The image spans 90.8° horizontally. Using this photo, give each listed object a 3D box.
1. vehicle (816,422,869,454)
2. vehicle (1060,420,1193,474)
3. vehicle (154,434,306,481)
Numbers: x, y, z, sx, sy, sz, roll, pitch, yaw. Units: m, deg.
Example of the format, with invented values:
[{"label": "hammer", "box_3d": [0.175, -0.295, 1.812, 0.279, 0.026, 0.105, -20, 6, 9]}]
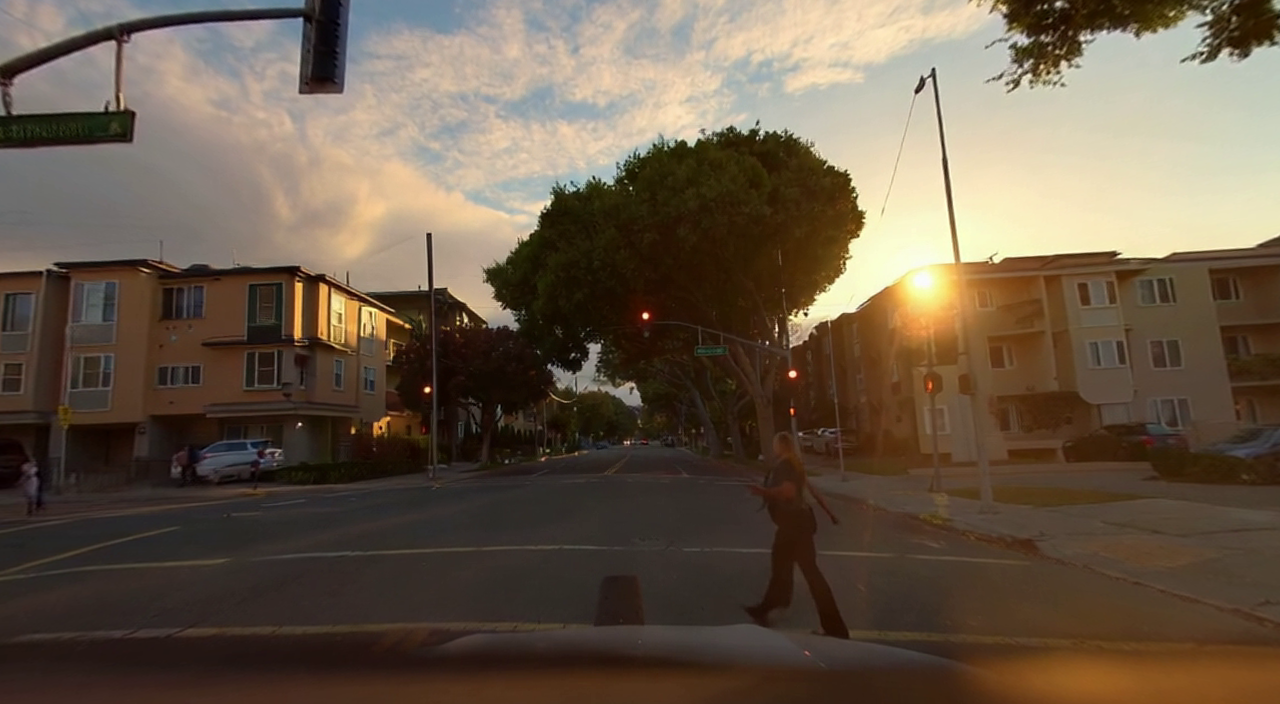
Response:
[{"label": "vehicle", "box_3d": [11.524, 4.957, 36.239, 1.950, 1.714, 4.245, -1, -9, 5]}, {"label": "vehicle", "box_3d": [17.094, 3.373, 22.487, 2.013, 1.722, 4.007, -2, -9, 10]}, {"label": "vehicle", "box_3d": [-18.963, 4.871, 29.497, 5.468, 1.854, 2.283, -2, -8, -4]}]
